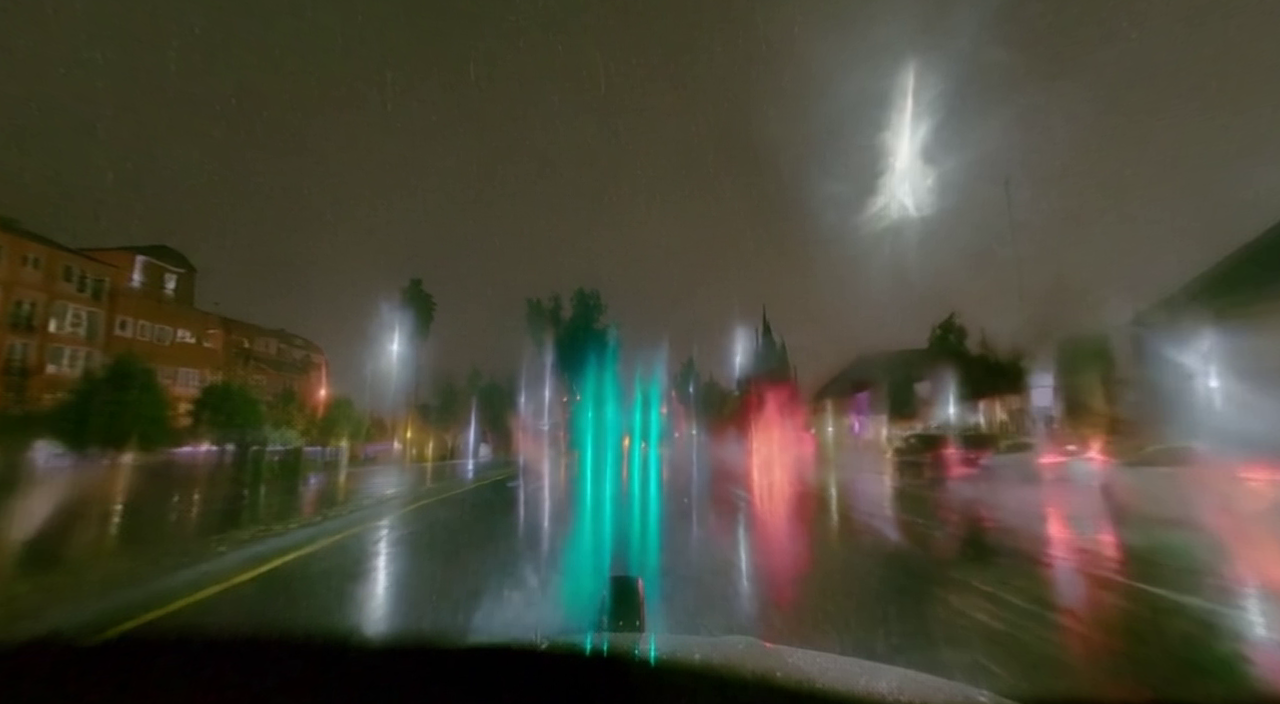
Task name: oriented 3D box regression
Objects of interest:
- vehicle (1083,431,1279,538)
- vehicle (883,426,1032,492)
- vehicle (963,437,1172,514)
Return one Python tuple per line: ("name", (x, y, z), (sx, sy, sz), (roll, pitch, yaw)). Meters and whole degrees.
("vehicle", (10.281, 2.206, 11.017), (1.931, 1.565, 4.043), (0, -9, -4))
("vehicle", (9.945, 3.397, 20.366), (2.092, 1.848, 4.879), (0, -9, -2))
("vehicle", (9.985, 2.907, 15.302), (1.780, 1.491, 4.433), (-2, -9, -2))
